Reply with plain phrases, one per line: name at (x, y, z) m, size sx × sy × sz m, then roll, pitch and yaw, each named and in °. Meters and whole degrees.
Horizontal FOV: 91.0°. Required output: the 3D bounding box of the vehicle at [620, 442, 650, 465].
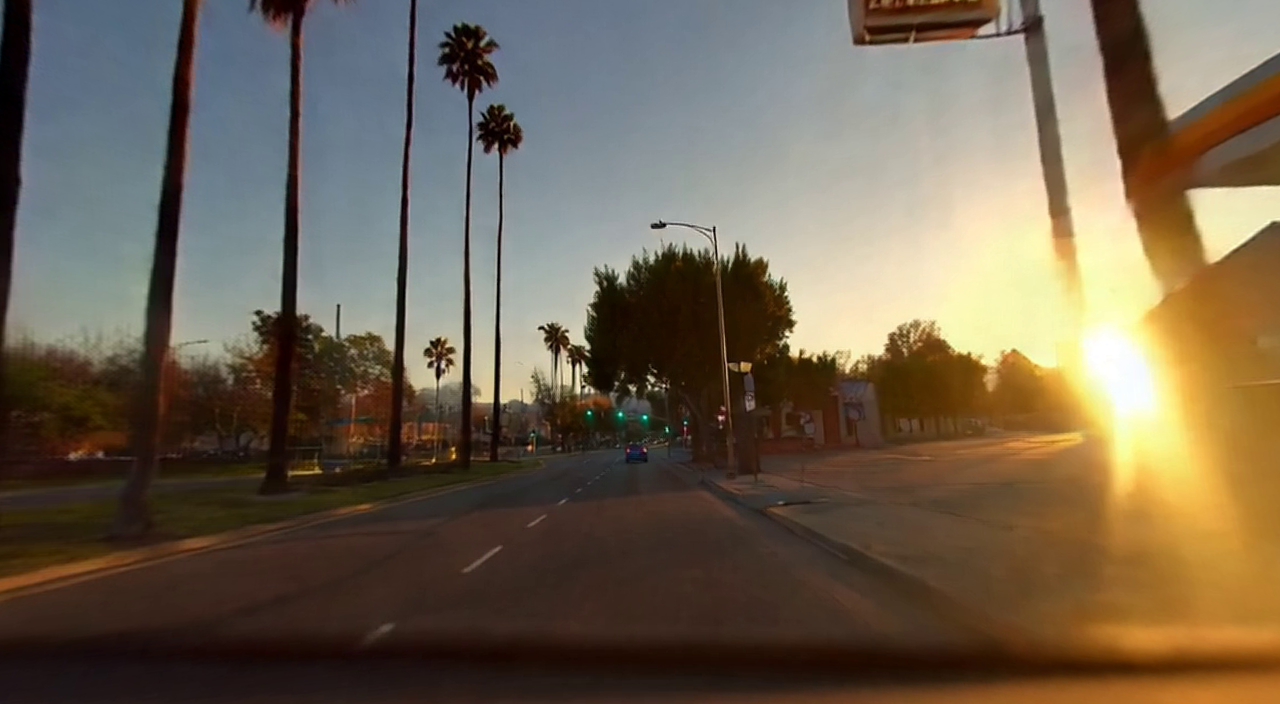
vehicle at (-0.314, 7.281, 45.362) m, size 2.050 × 1.509 × 4.148 m, roll 1°, pitch -8°, yaw 0°
